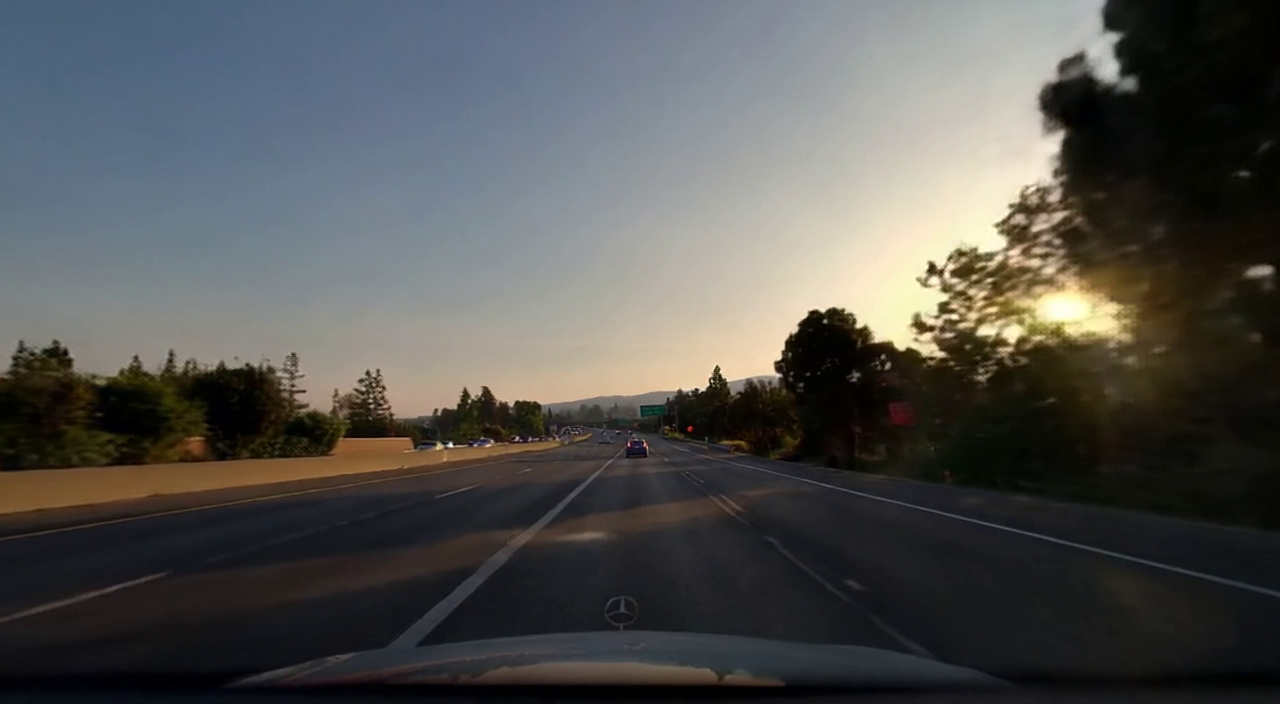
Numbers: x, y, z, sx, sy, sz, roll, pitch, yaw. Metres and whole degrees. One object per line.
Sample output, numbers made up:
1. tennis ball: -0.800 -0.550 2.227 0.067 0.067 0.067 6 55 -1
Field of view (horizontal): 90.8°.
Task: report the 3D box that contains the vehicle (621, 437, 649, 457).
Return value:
1. vehicle: -0.445 7.251 48.182 2.025 1.460 4.189 0 -8 -2
